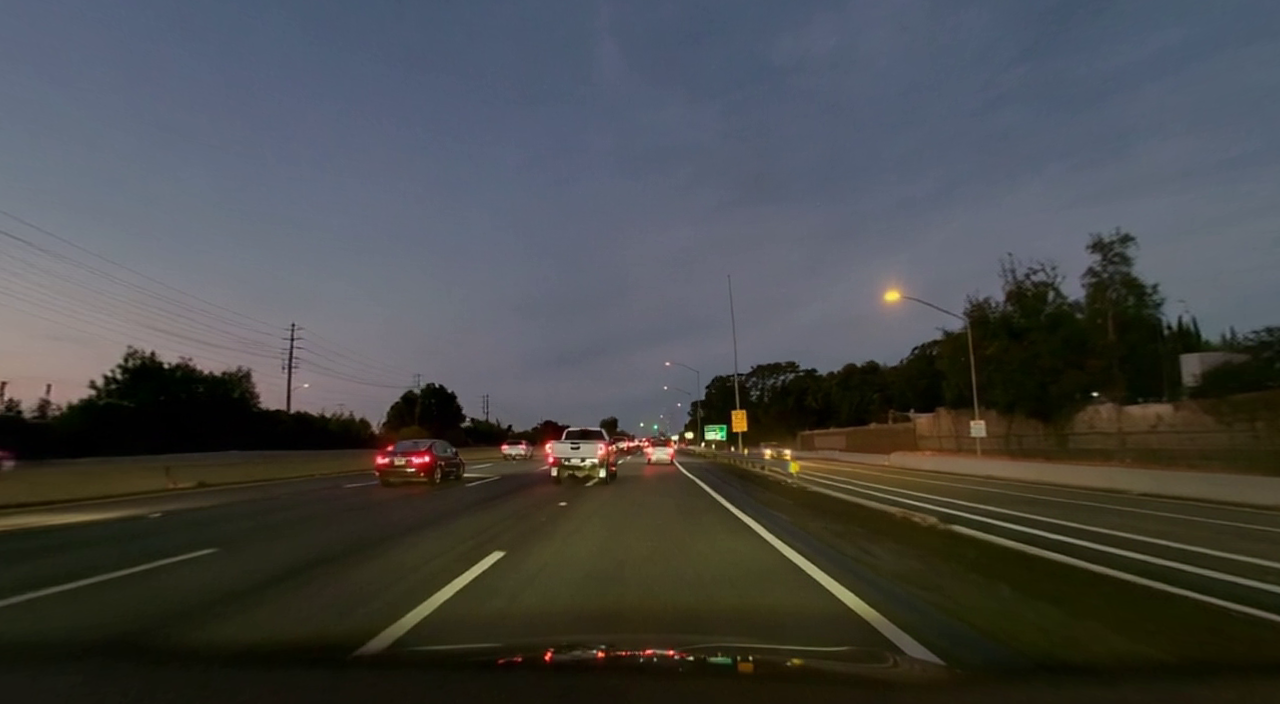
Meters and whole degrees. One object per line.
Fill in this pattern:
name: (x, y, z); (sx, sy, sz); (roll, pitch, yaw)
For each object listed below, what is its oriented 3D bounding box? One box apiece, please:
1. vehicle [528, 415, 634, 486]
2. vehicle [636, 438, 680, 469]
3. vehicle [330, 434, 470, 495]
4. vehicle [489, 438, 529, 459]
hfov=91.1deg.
vehicle: (-1.796, 3.401, 21.927); (2.815, 2.092, 6.526); (0, -8, 2)
vehicle: (0.852, 5.049, 31.544); (2.013, 1.444, 4.447); (0, -8, 0)
vehicle: (-6.494, 3.077, 17.651); (1.964, 1.481, 4.425); (-1, -8, 4)
vehicle: (-9.787, 7.268, 47.207); (1.915, 1.472, 4.502); (0, -8, 2)
